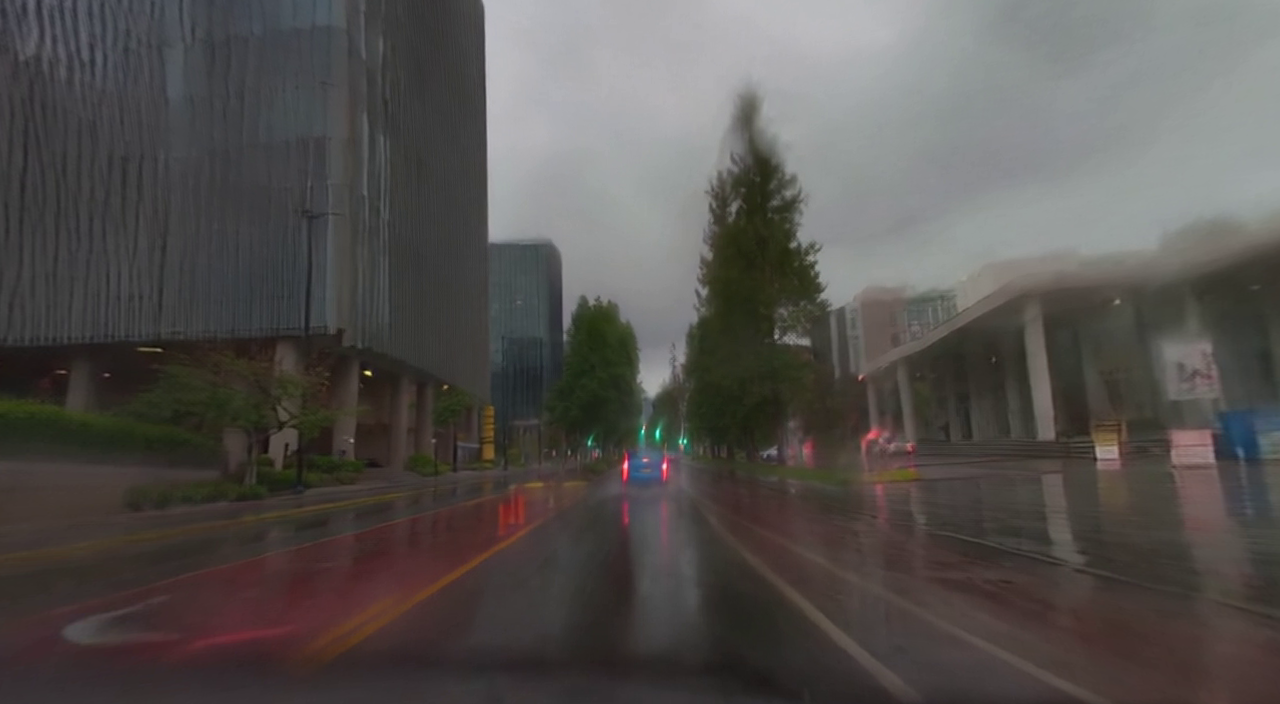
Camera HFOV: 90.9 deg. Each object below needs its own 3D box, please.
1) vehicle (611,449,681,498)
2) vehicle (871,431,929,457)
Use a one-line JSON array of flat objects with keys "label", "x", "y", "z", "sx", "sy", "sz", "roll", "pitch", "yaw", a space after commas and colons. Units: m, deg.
[{"label": "vehicle", "x": 0.167, "y": 3.919, "z": 20.689, "sx": 2.063, "sy": 1.442, "sz": 4.135, "roll": 0, "pitch": -9, "yaw": 0}, {"label": "vehicle", "x": 15.662, "y": 5.614, "z": 38.201, "sx": 1.979, "sy": 1.460, "sz": 3.848, "roll": -1, "pitch": -10, "yaw": 2}]
